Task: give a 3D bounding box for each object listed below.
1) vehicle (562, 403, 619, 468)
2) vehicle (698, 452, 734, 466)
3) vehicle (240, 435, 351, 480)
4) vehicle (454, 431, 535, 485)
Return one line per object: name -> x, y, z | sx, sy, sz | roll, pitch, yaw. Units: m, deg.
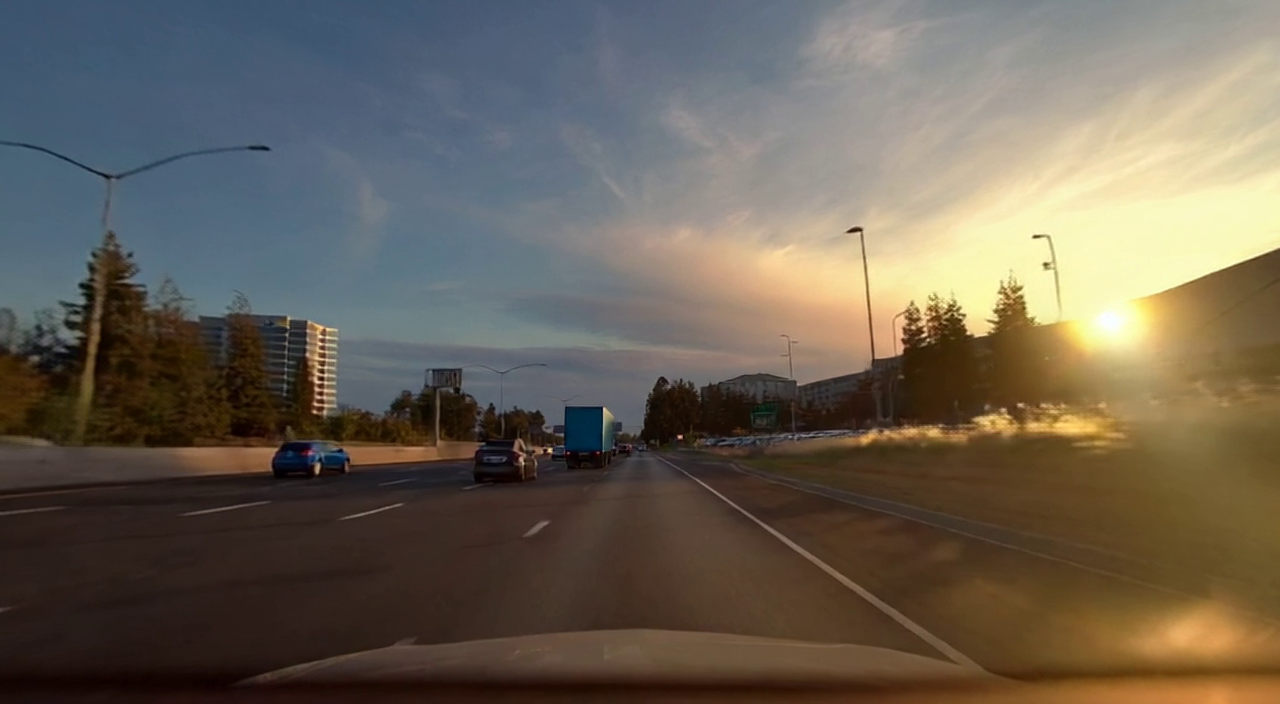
vehicle -> -3.292, 6.125, 45.657 | 2.905, 4.037, 12.921 | 0, -8, 1
vehicle -> 5.795, 8.220, 48.645 | 2.295, 0.969, 3.132 | 0, -8, -2
vehicle -> -14.173, 4.365, 26.298 | 1.997, 1.695, 4.492 | 0, -8, 1
vehicle -> -5.404, 3.986, 24.032 | 2.058, 1.840, 4.443 | 0, -8, -1
